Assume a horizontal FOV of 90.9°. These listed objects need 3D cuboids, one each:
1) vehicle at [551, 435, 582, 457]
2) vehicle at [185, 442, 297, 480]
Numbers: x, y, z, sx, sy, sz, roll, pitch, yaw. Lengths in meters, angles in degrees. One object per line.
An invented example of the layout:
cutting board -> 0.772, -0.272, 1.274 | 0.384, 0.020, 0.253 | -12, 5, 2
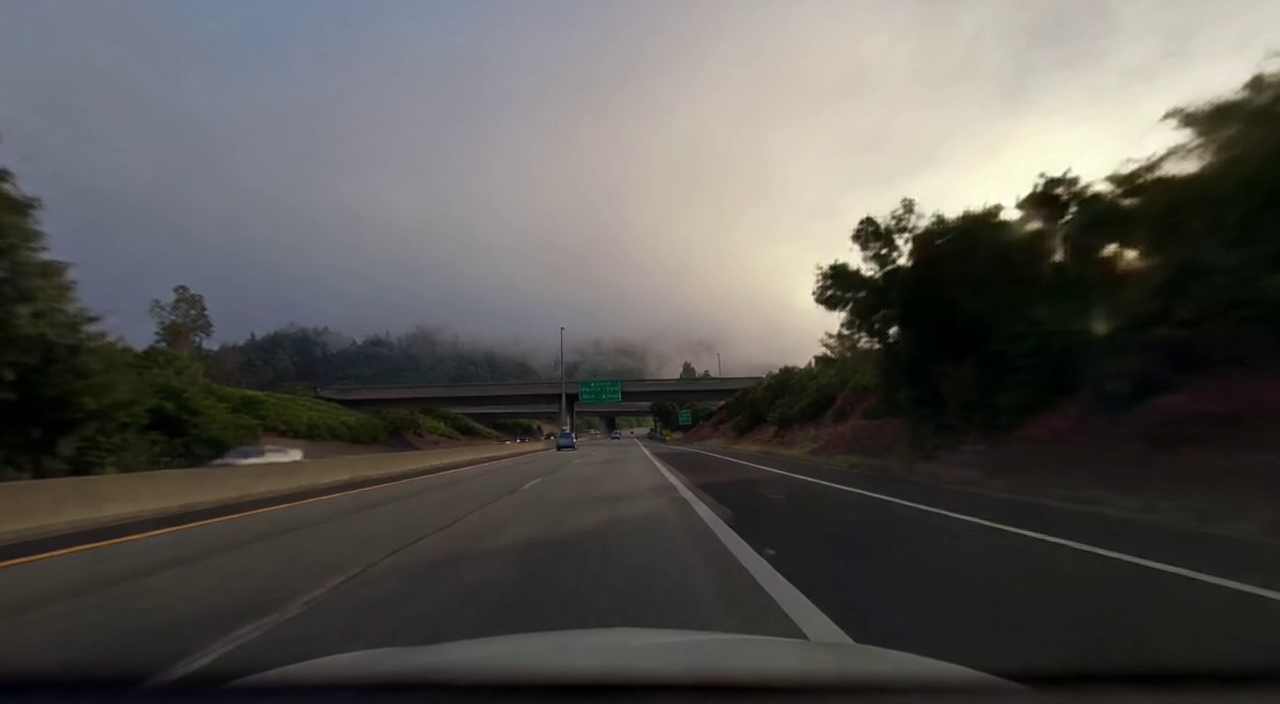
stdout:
vehicle -> -5.294, 6.783, 45.654 | 1.871, 1.489, 4.093 | 0, -8, -1
vehicle -> -17.308, 4.716, 27.618 | 1.913, 1.480, 4.586 | 0, -8, 0
